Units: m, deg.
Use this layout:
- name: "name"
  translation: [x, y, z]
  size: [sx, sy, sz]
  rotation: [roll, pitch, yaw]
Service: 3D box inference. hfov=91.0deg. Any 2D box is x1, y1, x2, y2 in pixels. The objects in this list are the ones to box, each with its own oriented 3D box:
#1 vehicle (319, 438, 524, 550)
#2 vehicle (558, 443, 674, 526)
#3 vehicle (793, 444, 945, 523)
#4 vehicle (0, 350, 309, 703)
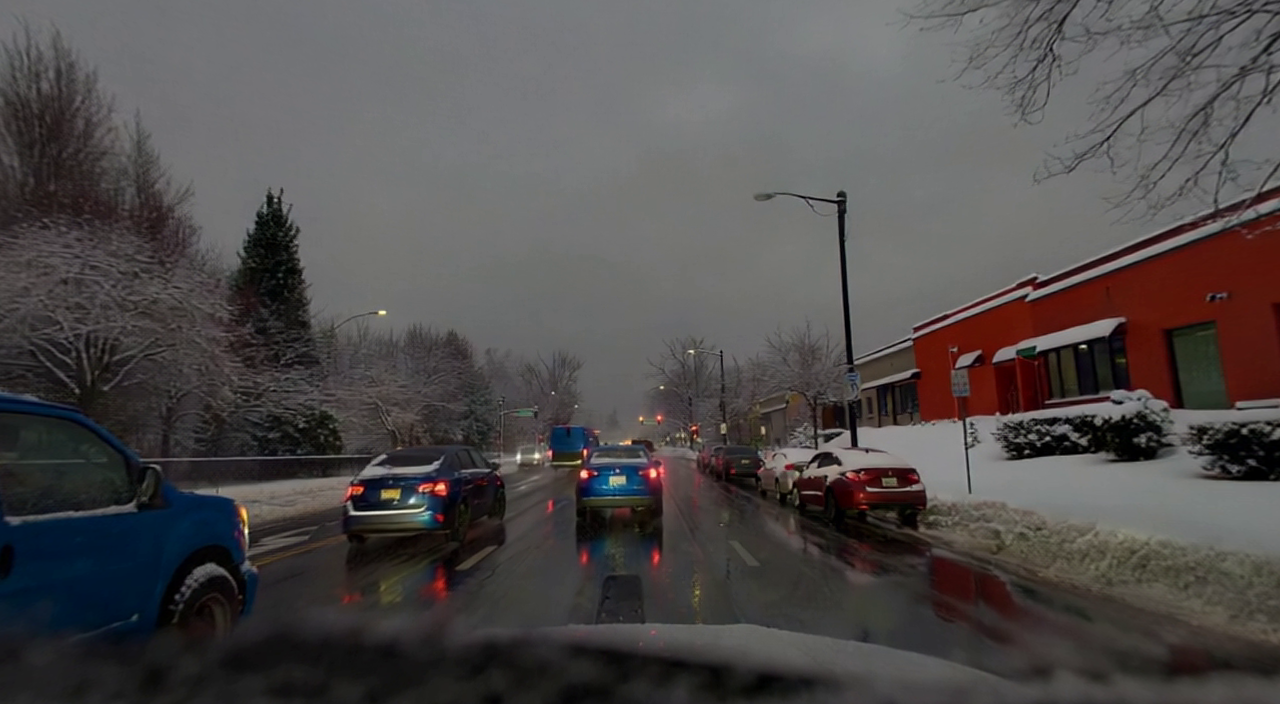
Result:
- name: "vehicle"
  translation: [-3.527, 2.366, 11.241]
  size: [1.995, 1.554, 4.426]
  rotation: [0, -9, 1]
- name: "vehicle"
  translation: [-0.440, 2.796, 13.885]
  size: [2.152, 1.518, 4.113]
  rotation: [0, -9, 0]
- name: "vehicle"
  translation: [4.902, 2.851, 14.188]
  size: [1.832, 1.491, 4.054]
  rotation: [1, -9, -1]
- name: "vehicle"
  translation: [-3.732, 0.873, 2.555]
  size: [2.140, 1.768, 4.685]
  rotation: [0, -9, 1]
